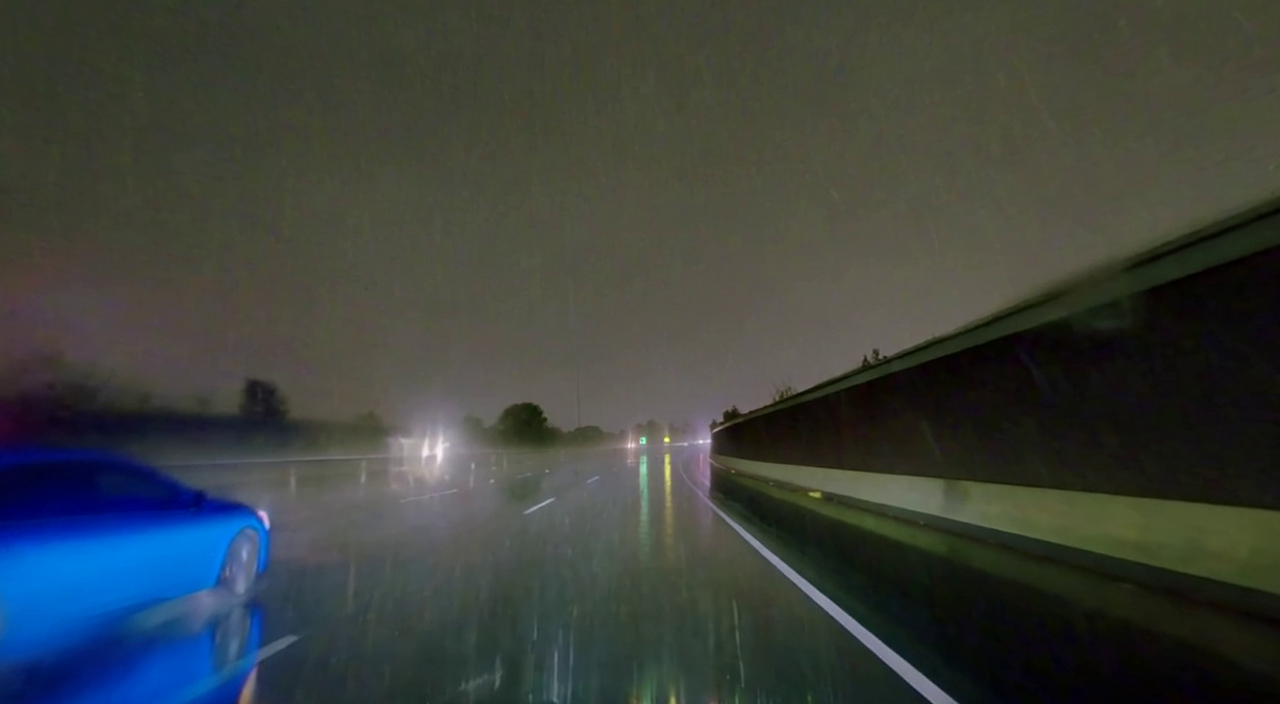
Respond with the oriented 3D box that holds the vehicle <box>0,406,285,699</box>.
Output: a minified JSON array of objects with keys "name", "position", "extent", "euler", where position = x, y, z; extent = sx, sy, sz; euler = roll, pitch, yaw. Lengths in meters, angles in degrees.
[{"name":"vehicle","position":[-4.289,1.141,3.919],"extent":[1.928,1.504,3.745],"euler":[0,-9,0]}]
